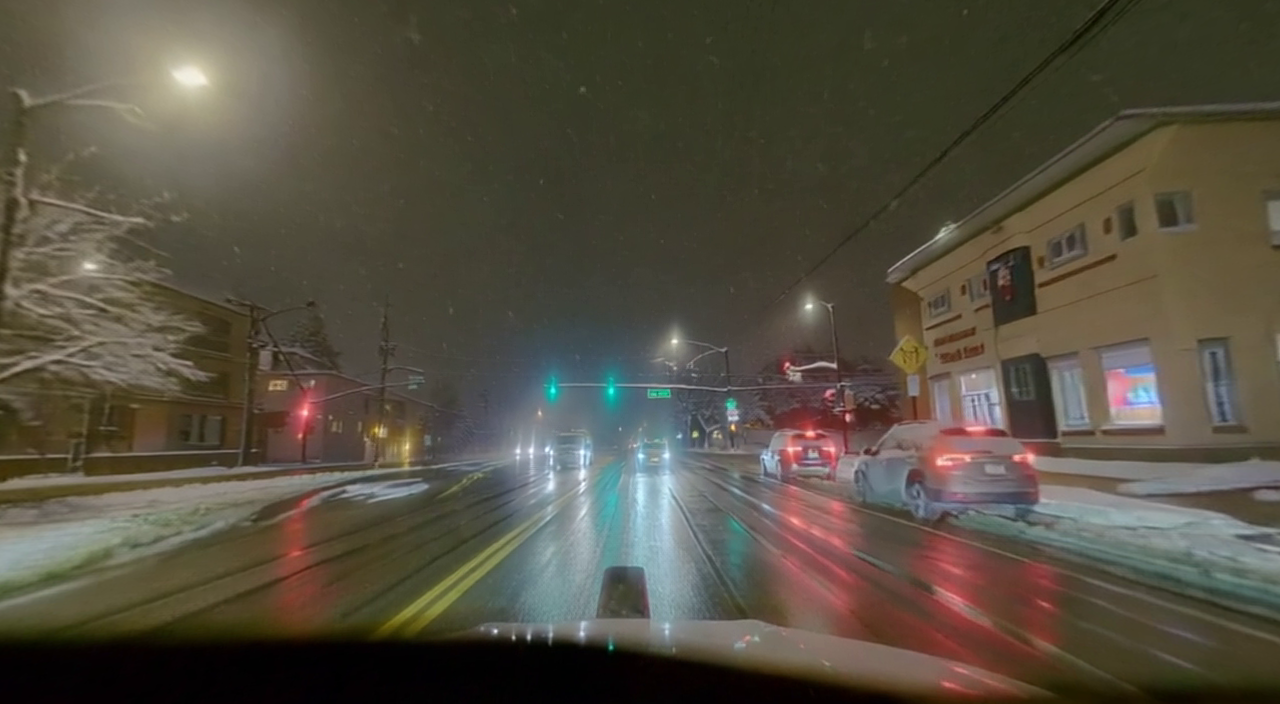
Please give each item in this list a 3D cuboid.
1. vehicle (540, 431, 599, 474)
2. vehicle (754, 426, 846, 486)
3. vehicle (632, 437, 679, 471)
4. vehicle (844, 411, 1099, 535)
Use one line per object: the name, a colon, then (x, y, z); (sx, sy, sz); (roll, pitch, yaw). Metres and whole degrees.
vehicle: (-3.108, 4.548, 28.766); (2.150, 1.779, 4.423); (0, -8, 1)
vehicle: (5.776, 3.767, 23.490); (2.112, 1.966, 4.642); (-1, -7, -1)
vehicle: (0.675, 4.840, 30.065); (2.075, 1.480, 3.920); (0, -8, -1)
vehicle: (5.607, 2.056, 11.626); (2.069, 1.776, 4.797); (0, -7, 0)
